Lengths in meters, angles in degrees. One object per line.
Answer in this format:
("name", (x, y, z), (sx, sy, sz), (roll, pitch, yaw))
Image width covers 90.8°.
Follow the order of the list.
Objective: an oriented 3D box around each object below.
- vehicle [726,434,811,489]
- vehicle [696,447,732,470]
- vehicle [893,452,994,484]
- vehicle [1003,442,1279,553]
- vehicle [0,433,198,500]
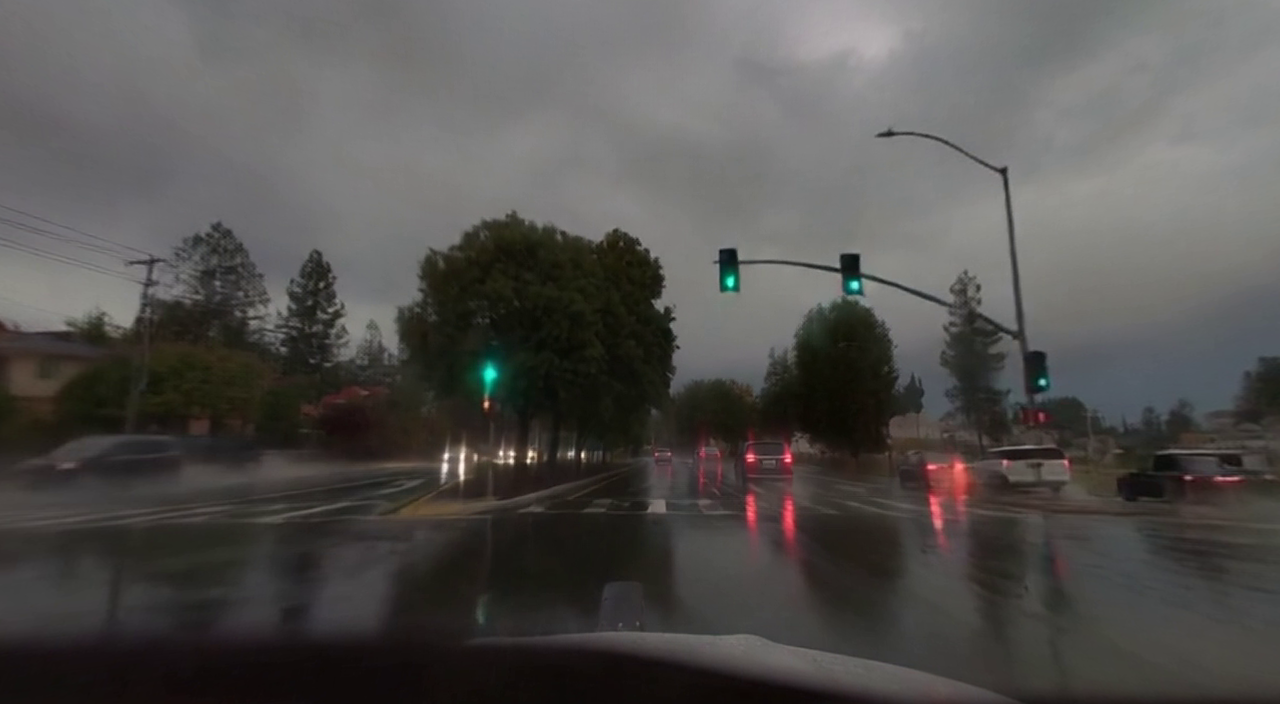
("vehicle", (4.629, 4.031, 23.544), (2.209, 1.813, 4.724), (0, -8, 0))
("vehicle", (4.973, 7.265, 43.204), (2.064, 1.474, 4.389), (0, -9, 2))
("vehicle", (15.536, 5.923, 32.642), (2.040, 1.472, 4.846), (2, -9, -13))
("vehicle", (8.403, 2.301, 10.738), (1.949, 1.492, 4.103), (0, -8, -1))
("vehicle", (-15.195, 3.176, 17.896), (2.025, 1.625, 4.528), (0, -9, 1))
